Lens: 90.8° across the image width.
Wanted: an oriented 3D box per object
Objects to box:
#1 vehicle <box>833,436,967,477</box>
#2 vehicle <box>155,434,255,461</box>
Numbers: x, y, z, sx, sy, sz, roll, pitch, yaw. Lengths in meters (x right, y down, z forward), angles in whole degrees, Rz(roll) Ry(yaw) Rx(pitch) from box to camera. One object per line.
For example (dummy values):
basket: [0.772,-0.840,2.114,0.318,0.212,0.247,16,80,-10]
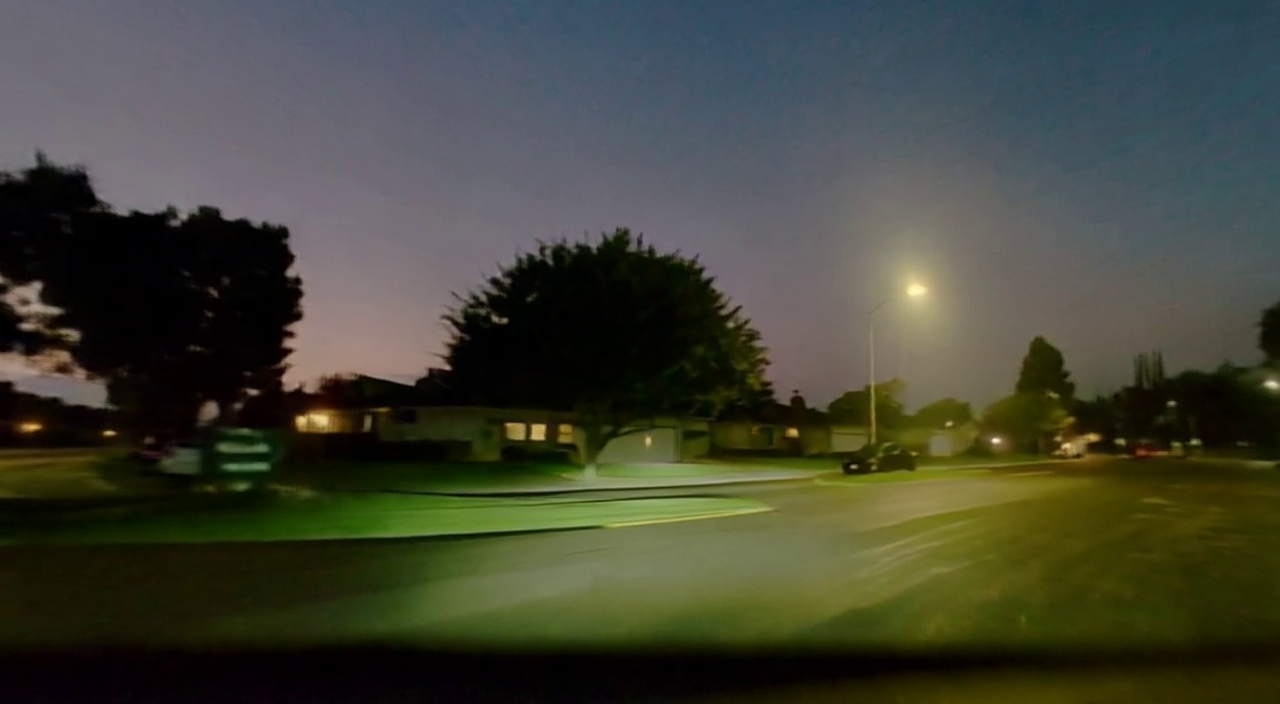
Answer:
vehicle: [10.616,4.299,26.149,4.750,1.559,1.928,-2,-9,11]
vehicle: [-25.131,5.554,36.709,4.585,1.457,1.899,5,-10,-30]
